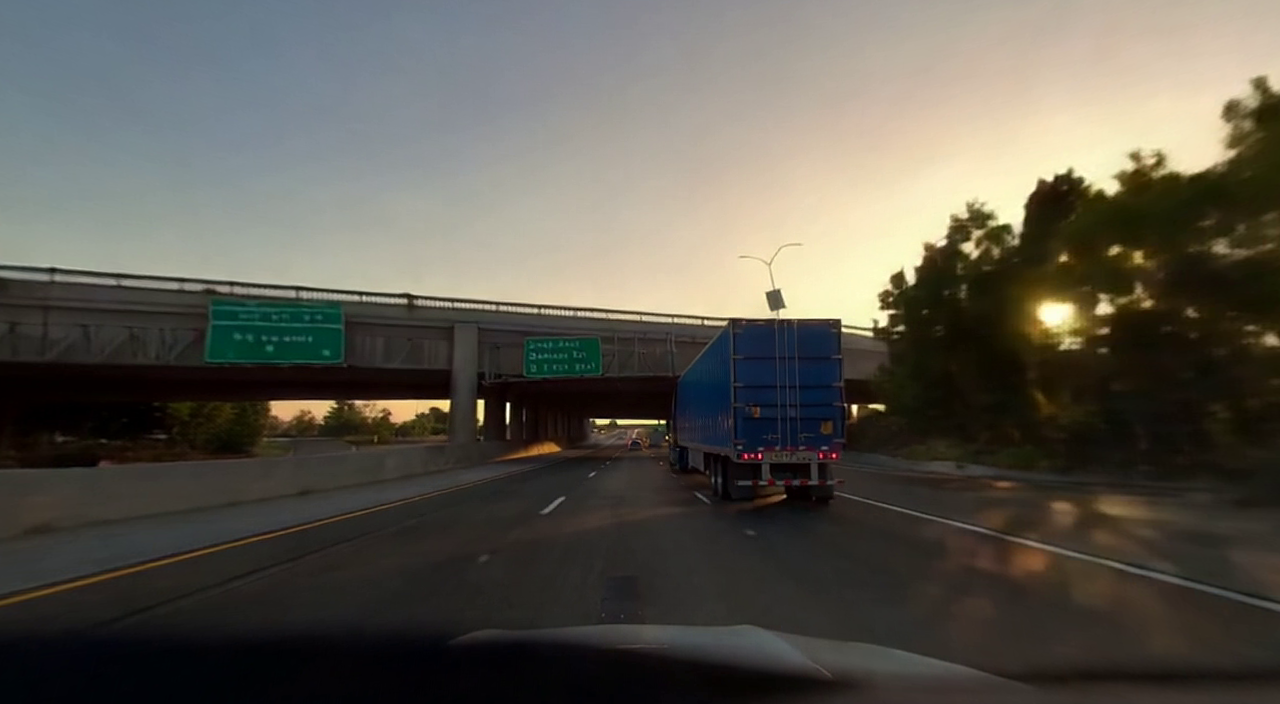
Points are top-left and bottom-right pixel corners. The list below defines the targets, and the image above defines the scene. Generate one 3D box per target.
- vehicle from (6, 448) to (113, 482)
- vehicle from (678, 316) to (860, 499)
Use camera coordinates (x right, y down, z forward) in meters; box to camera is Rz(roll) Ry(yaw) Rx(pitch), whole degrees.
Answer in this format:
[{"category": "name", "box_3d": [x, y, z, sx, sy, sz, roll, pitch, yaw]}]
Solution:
[{"category": "vehicle", "box_3d": [-25.331, 4.902, 27.717, 1.508, 1.352, 3.304, -1, -8, 0]}, {"category": "vehicle", "box_3d": [3.379, 2.465, 22.499, 2.743, 4.160, 16.408, 0, -9, -1]}]
